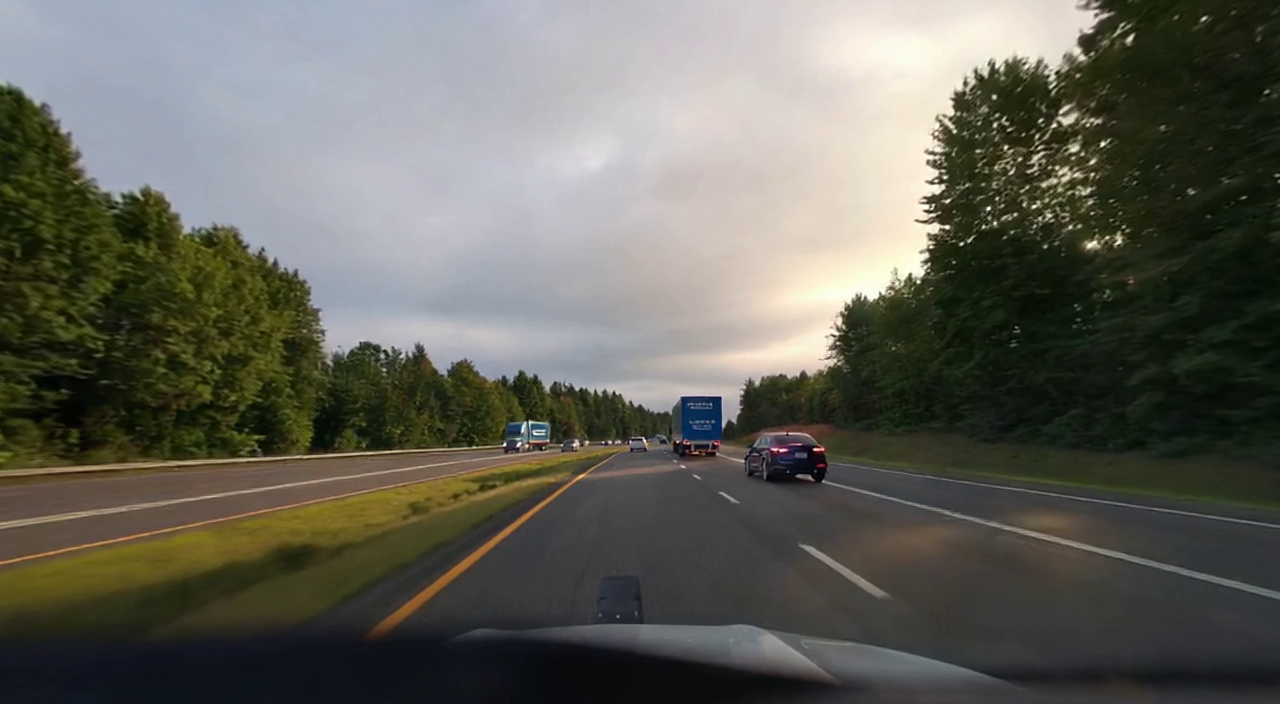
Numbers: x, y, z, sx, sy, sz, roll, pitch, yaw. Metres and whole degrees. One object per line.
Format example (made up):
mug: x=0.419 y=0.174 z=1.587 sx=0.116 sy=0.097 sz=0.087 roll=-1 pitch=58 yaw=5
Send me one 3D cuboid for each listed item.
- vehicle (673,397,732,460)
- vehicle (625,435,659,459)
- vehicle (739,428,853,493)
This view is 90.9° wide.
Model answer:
vehicle: x=4.417 y=5.910 z=47.915 sx=3.171 sy=4.072 sz=13.784 roll=0 pitch=-8 yaw=0
vehicle: x=0.148 y=6.393 z=42.610 sx=2.209 sy=1.499 sz=4.144 roll=0 pitch=-8 yaw=0
vehicle: x=4.218 y=2.980 z=17.794 sx=2.028 sy=1.573 sz=4.207 roll=0 pitch=-8 yaw=-2
